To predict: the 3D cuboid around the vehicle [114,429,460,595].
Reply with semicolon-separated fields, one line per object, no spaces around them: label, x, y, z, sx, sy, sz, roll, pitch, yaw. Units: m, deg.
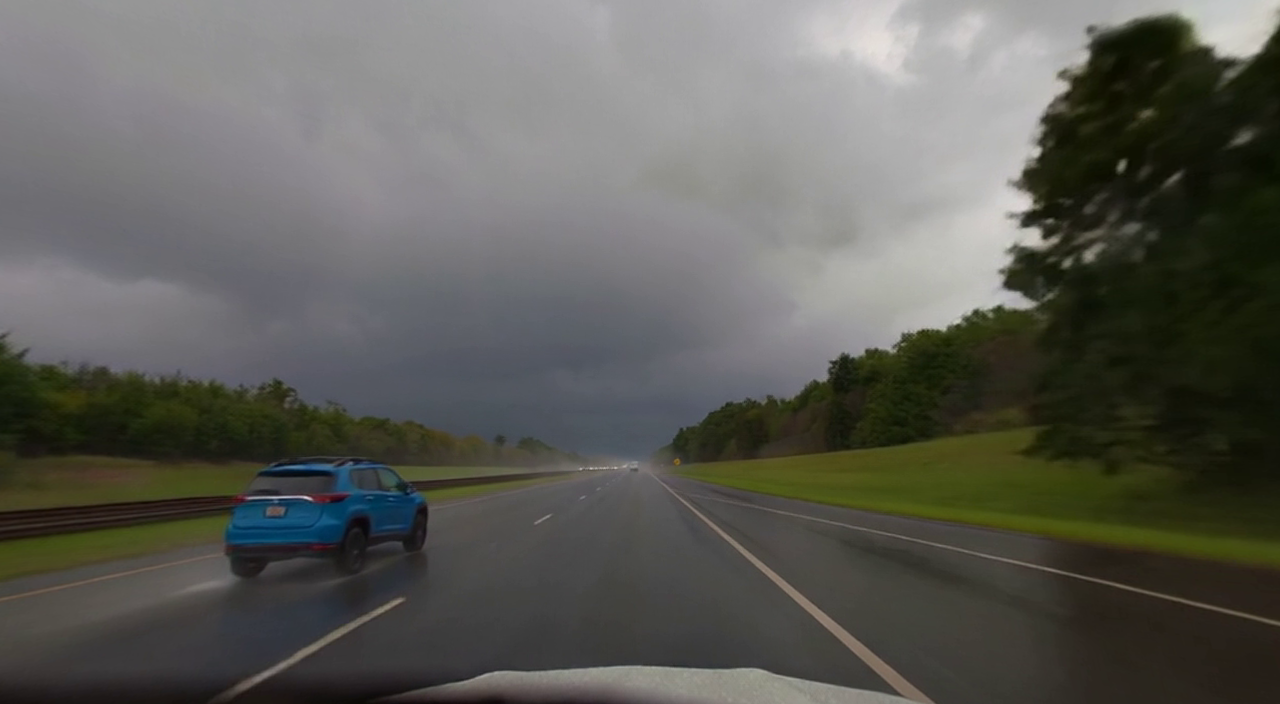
vehicle;-4.165;2.022;8.681;1.928;1.593;4.871;1;-10;0
